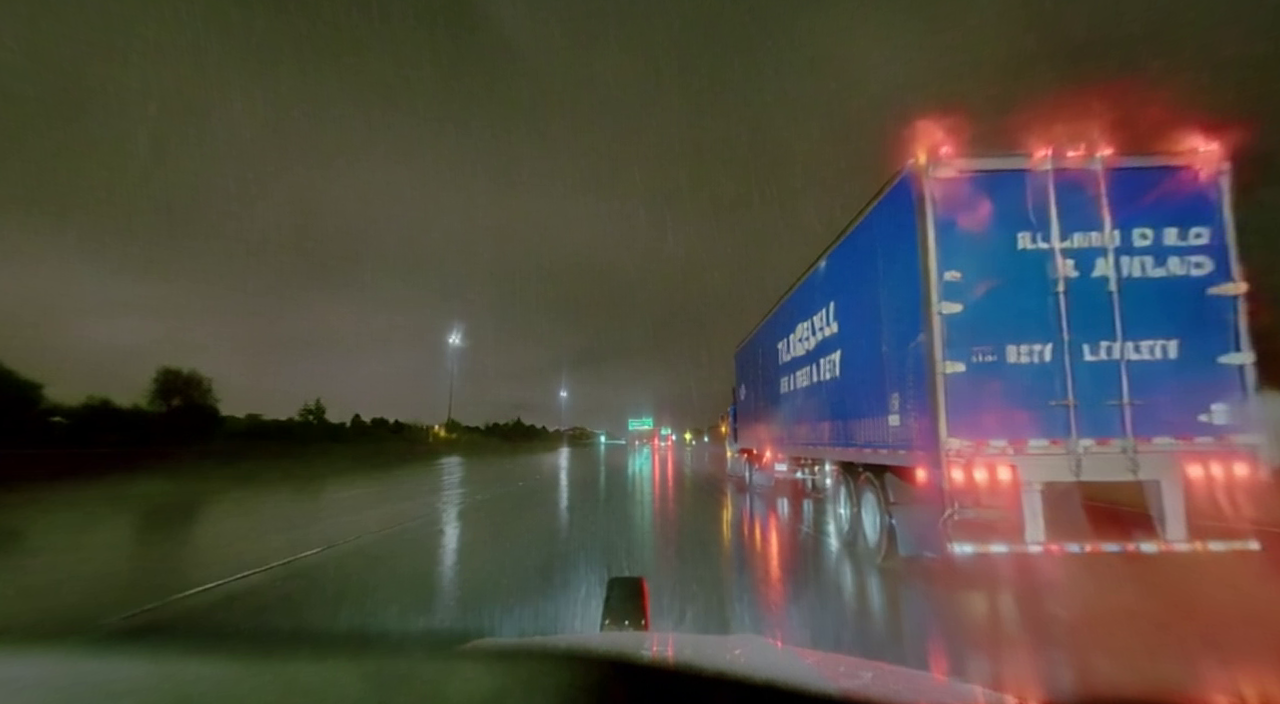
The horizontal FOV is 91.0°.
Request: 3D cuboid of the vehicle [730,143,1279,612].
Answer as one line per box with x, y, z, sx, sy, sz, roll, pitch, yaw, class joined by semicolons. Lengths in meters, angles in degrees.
4.198;1.122;12.475;3.006;4.093;14.142;0;-8;1;vehicle
